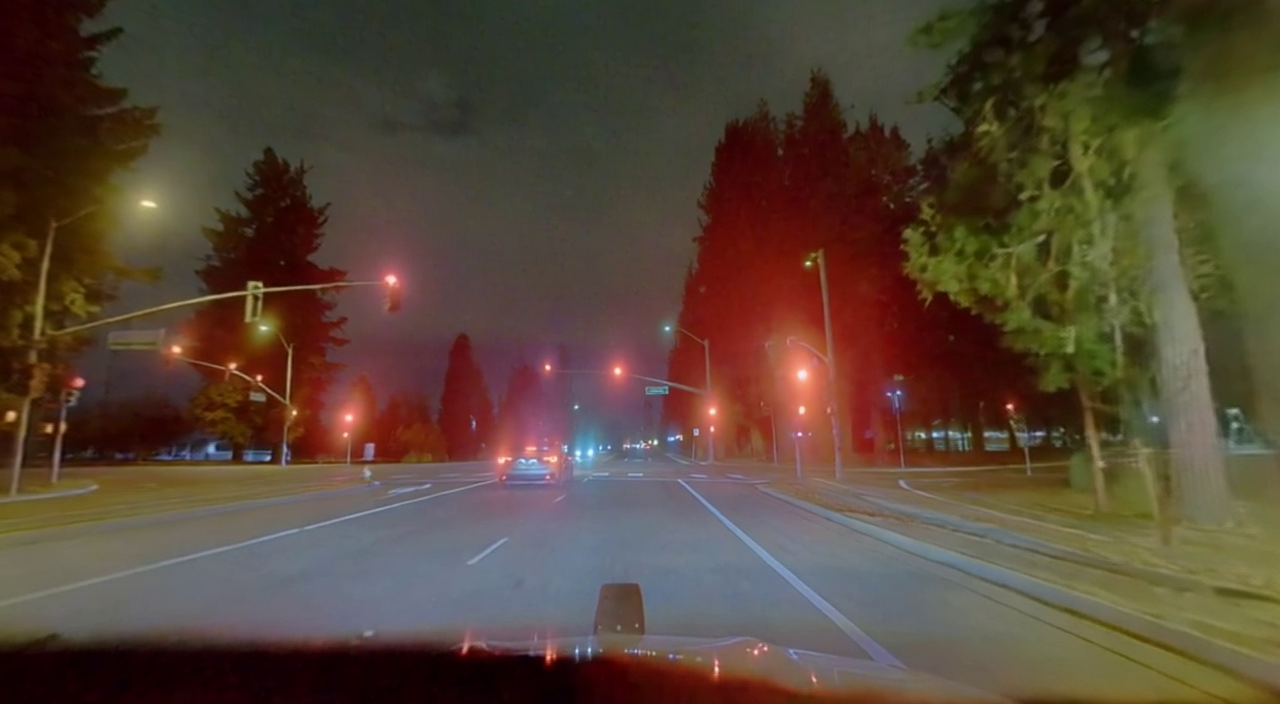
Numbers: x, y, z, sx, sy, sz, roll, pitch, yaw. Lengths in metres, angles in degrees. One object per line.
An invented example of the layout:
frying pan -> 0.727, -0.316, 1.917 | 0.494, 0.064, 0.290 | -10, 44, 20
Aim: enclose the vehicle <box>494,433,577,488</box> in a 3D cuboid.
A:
vehicle -> -3.339, 3.576, 21.129 | 2.076, 1.599, 4.483 | 0, -9, -1
